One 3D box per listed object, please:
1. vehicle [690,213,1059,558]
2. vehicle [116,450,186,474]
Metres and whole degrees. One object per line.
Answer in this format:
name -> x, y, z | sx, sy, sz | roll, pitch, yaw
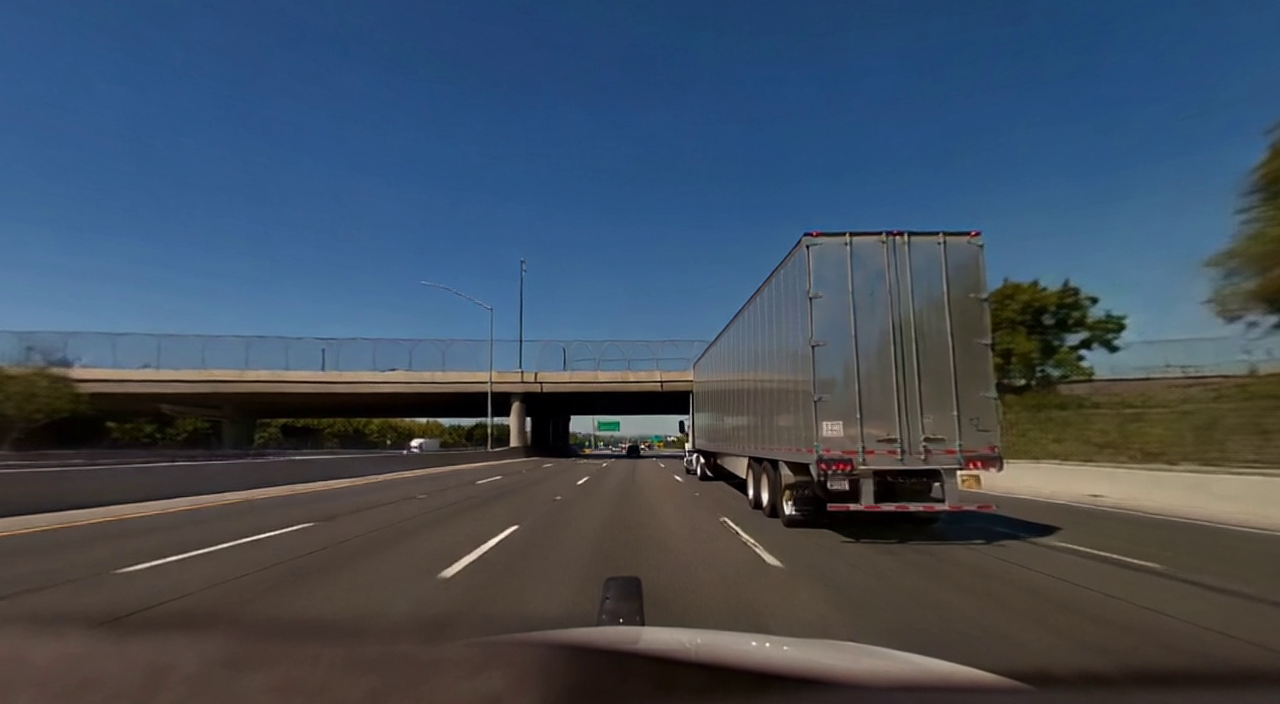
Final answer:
vehicle -> 3.369, 1.568, 15.709 | 2.743, 4.160, 16.408 | 0, -9, -1
vehicle -> -29.087, 6.572, 37.717 | 1.492, 1.359, 3.369 | -1, -10, -1
